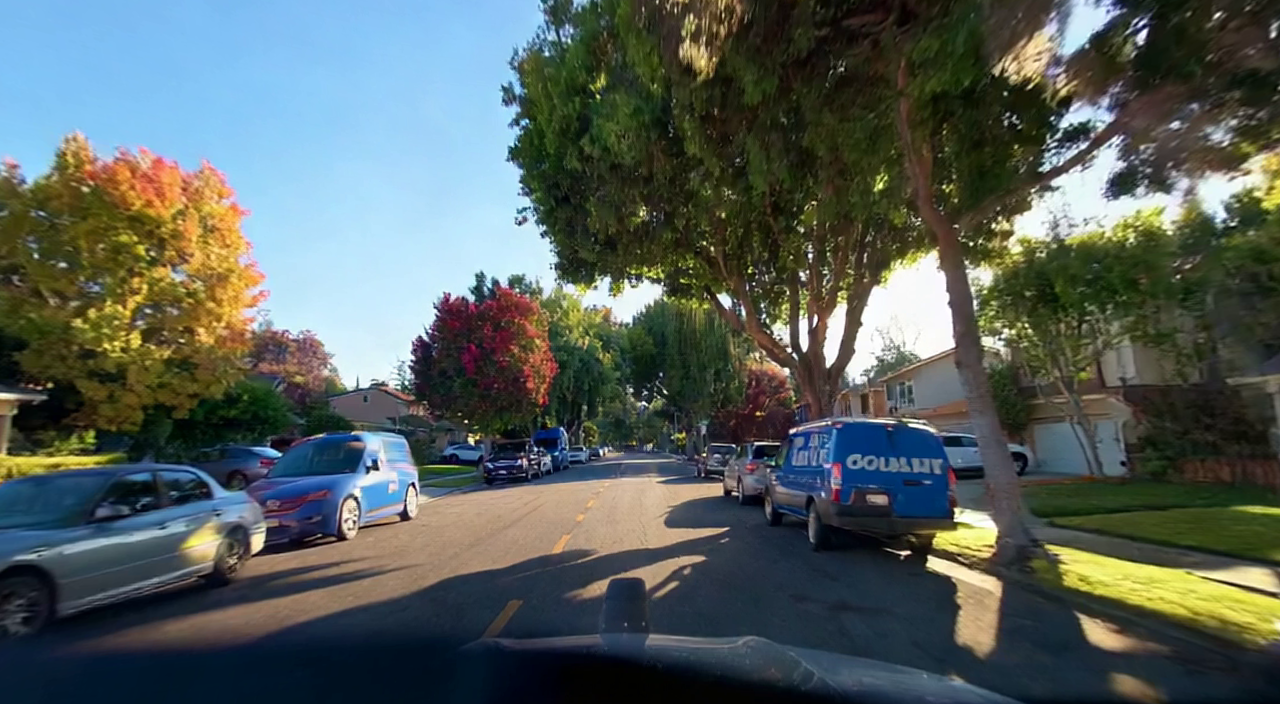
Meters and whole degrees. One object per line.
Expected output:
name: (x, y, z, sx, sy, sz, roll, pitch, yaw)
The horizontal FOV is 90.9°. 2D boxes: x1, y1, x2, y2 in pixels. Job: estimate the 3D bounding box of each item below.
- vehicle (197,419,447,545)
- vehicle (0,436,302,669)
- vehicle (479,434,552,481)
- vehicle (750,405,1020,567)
vehicle: (-5.377, 2.242, 11.623, 2.163, 1.818, 4.697, 0, -8, 0)
vehicle: (-5.411, 1.566, 5.692, 2.134, 1.569, 4.628, 0, -8, 0)
vehicle: (-5.247, 4.497, 27.223, 2.090, 1.855, 4.494, 0, -8, 2)
vehicle: (3.240, 1.891, 9.759, 2.059, 1.824, 5.045, 0, -8, -1)
